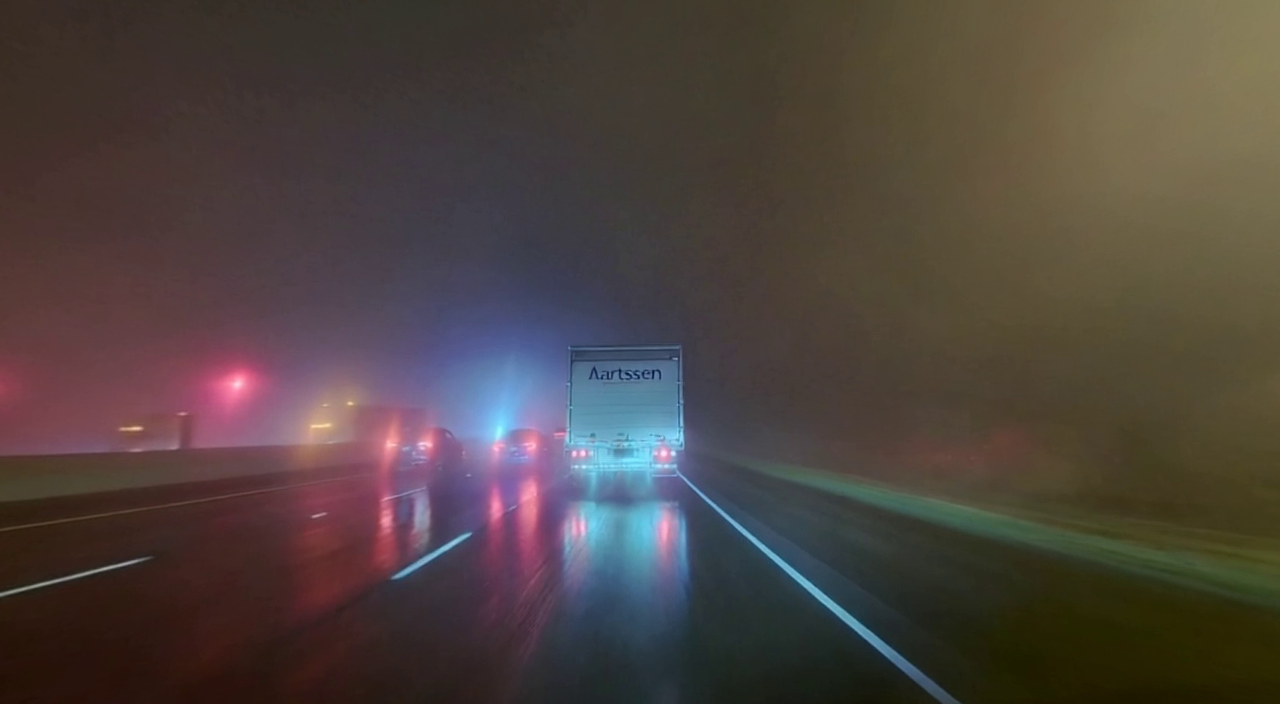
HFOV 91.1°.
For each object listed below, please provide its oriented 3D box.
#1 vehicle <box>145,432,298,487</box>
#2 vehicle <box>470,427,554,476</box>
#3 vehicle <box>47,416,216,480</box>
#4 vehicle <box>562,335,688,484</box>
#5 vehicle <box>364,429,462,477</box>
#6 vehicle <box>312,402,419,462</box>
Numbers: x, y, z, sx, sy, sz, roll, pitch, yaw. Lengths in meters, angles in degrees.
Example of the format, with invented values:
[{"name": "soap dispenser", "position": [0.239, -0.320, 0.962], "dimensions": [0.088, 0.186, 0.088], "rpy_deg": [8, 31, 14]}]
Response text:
[{"name": "vehicle", "position": [-16.355, 4.193, 25.069], "dimensions": [2.287, 1.926, 5.514], "rpy_deg": [0, -8, 0]}, {"name": "vehicle", "position": [-4.653, 3.678, 23.689], "dimensions": [2.052, 1.639, 4.894], "rpy_deg": [0, -8, 1]}, {"name": "vehicle", "position": [-24.019, 4.550, 30.283], "dimensions": [2.292, 2.693, 6.952], "rpy_deg": [0, -8, 0]}, {"name": "vehicle", "position": [-0.514, 2.272, 22.750], "dimensions": [3.442, 4.106, 10.719], "rpy_deg": [0, -8, -1]}, {"name": "vehicle", "position": [-8.167, 3.647, 23.056], "dimensions": [1.944, 1.565, 4.383], "rpy_deg": [0, -8, 0]}, {"name": "vehicle", "position": [-20.025, 5.988, 46.953], "dimensions": [3.092, 3.956, 10.559], "rpy_deg": [0, -8, 1]}]
